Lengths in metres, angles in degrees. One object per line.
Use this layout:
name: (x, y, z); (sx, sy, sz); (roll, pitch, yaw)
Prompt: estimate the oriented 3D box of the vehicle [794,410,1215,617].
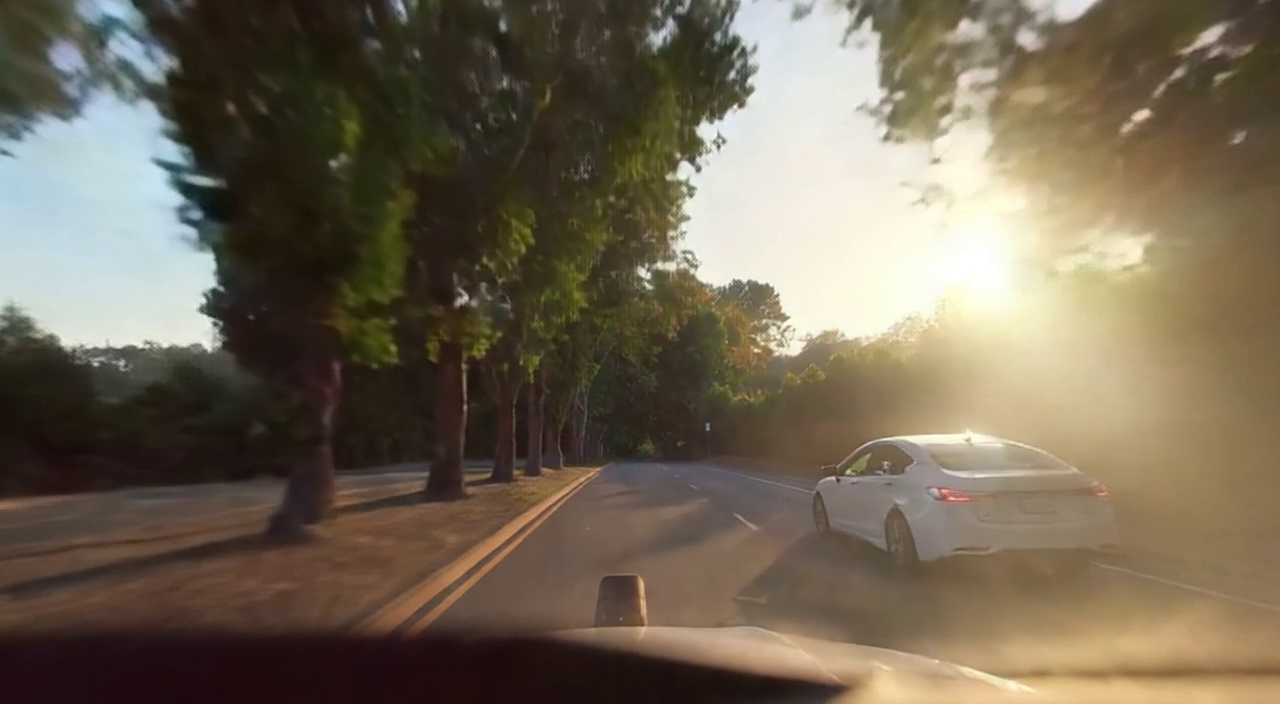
vehicle: (3.407, 1.606, 7.272); (2.060, 1.584, 4.592); (0, -9, 0)
